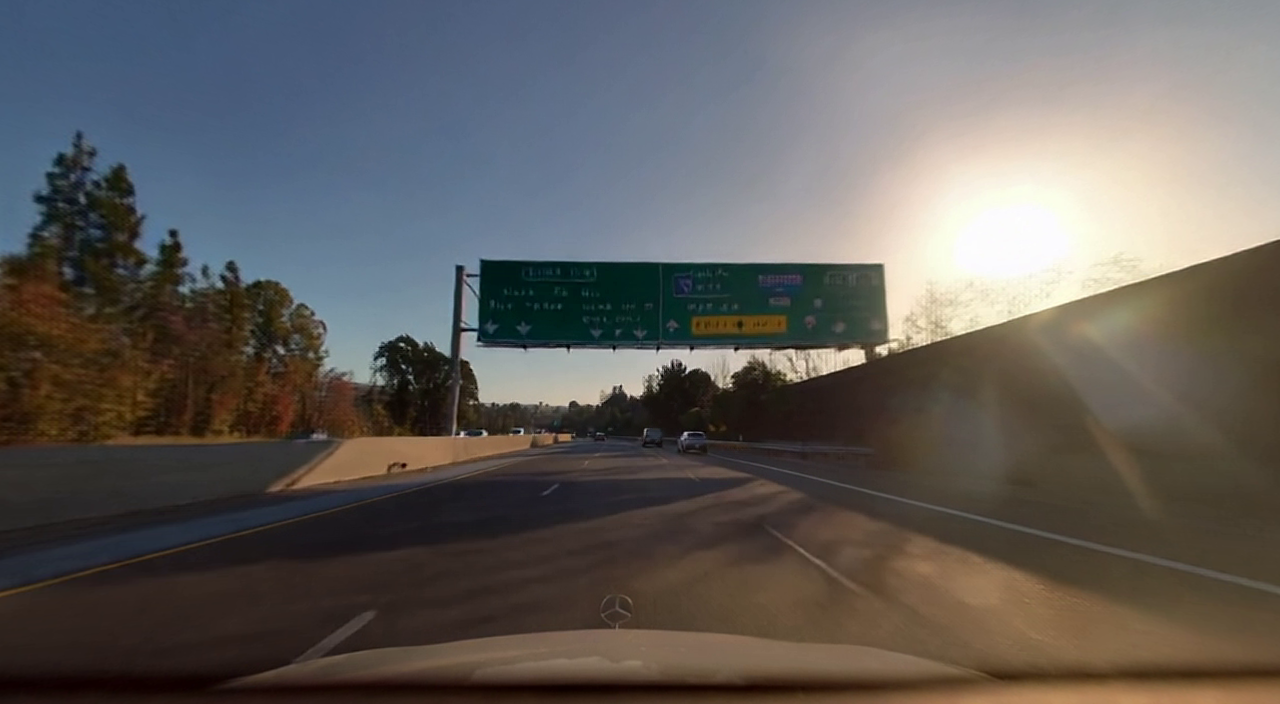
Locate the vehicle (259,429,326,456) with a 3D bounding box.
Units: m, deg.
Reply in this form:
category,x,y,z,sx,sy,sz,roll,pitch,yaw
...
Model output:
category,x,y,z,sx,sy,sz,roll,pitch,yaw
vehicle,-19.956,5.214,36.367,1.749,1.426,3.790,0,-8,-2
